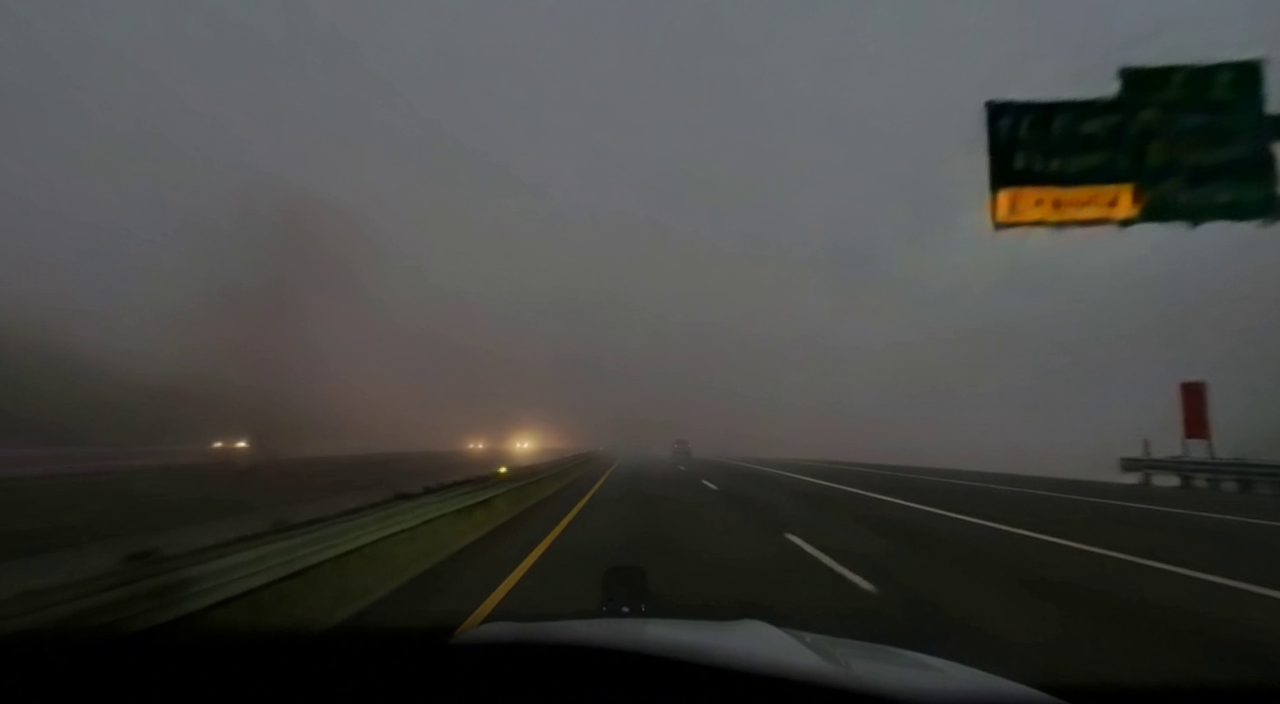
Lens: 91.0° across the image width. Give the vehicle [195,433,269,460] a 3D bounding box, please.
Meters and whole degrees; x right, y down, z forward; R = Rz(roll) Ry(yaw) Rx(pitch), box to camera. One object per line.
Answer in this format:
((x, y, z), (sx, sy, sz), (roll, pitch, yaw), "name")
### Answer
((-23.554, 5.460, 36.461), (1.891, 1.457, 3.494), (0, -8, 0), "vehicle")
